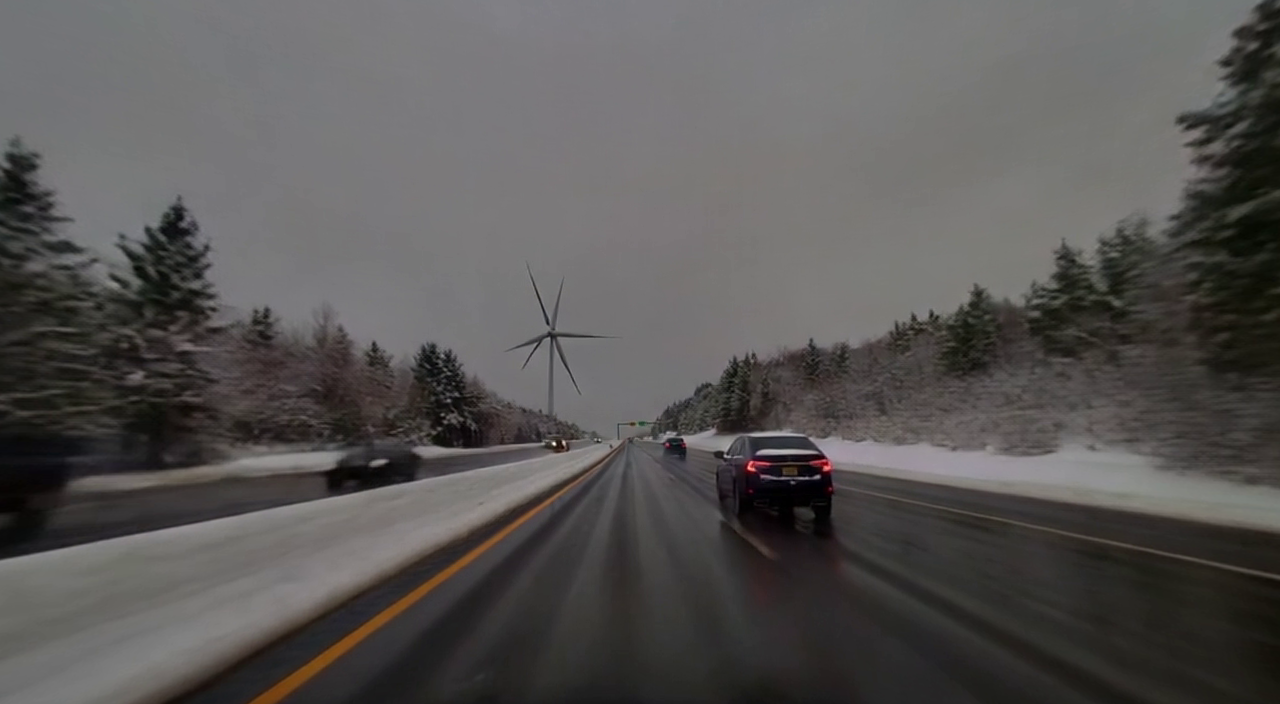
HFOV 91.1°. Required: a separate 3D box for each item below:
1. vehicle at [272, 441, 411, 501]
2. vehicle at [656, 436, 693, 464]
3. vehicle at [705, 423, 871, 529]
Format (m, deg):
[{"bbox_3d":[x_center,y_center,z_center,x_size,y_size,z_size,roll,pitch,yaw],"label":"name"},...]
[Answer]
[{"bbox_3d":[-8.465,3.370,18.358,1.963,1.454,4.428,0,-8,-1],"label":"vehicle"},{"bbox_3d":[2.166,6.295,40.734,2.066,1.661,4.500,0,-8,-1],"label":"vehicle"},{"bbox_3d":[2.525,2.212,11.974,2.038,1.624,4.312,0,-8,-1],"label":"vehicle"}]
